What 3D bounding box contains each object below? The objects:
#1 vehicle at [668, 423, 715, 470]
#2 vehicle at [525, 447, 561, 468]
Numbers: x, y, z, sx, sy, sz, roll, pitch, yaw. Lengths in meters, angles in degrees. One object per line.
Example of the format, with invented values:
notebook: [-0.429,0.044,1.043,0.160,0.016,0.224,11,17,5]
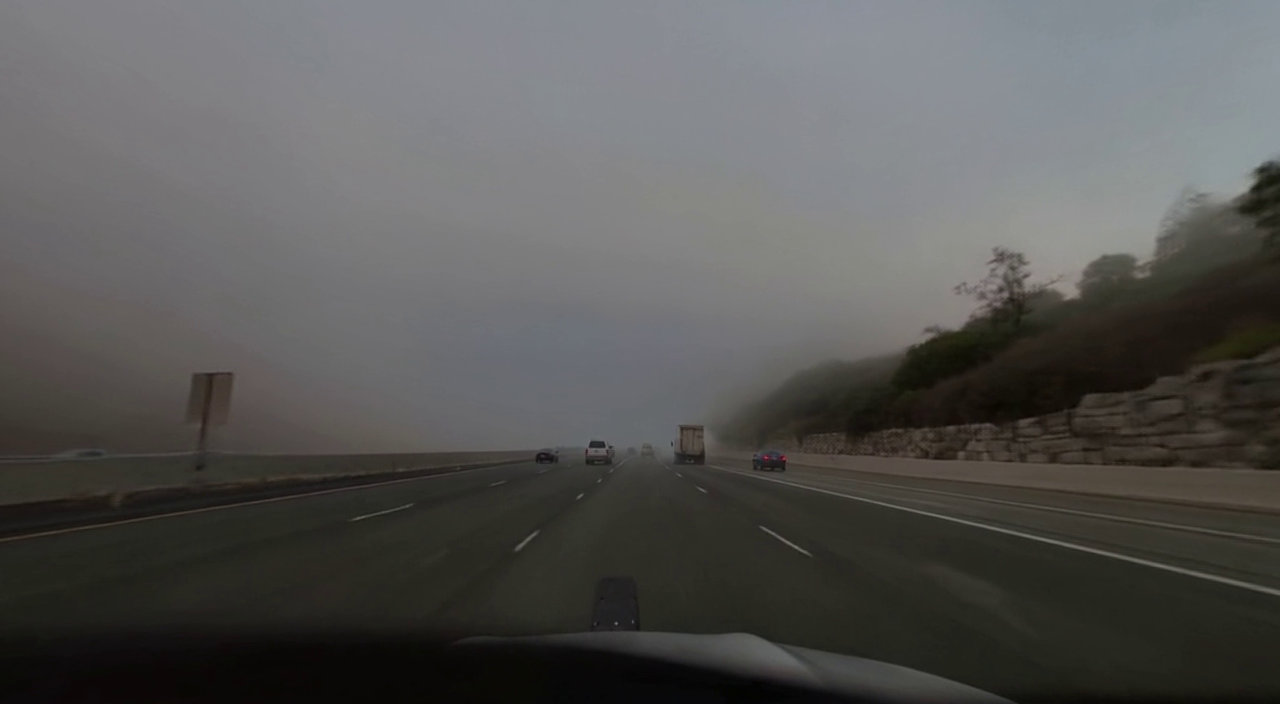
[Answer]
vehicle: [3.698,7.039,47.168,2.795,3.187,7.205,0,-8,-1]
vehicle: [-7.473,8.131,48.995,2.102,1.522,4.394,0,-9,0]
